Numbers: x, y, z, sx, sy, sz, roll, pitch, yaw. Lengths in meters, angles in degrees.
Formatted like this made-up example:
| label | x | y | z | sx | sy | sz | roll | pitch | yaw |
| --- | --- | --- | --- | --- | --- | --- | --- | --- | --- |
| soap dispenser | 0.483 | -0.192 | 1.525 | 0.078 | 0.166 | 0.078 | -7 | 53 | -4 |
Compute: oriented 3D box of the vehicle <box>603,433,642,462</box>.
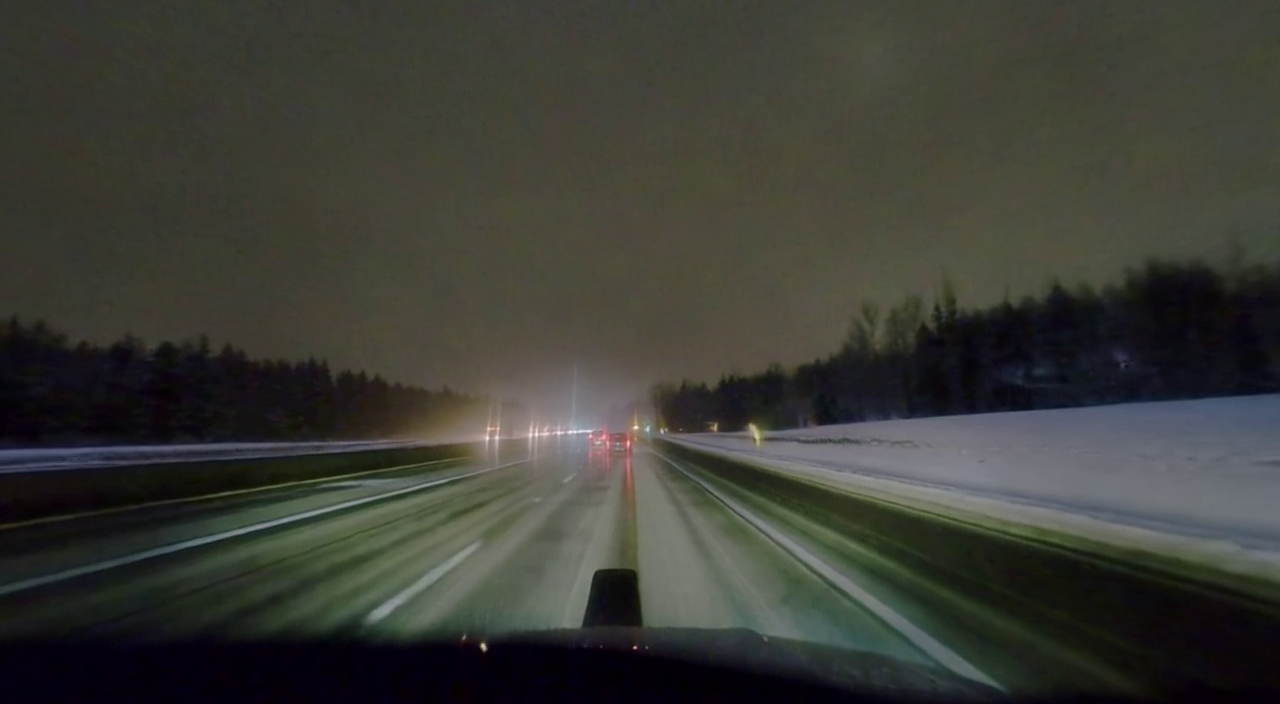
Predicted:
| label | x | y | z | sx | sy | sz | roll | pitch | yaw |
| --- | --- | --- | --- | --- | --- | --- | --- | --- | --- |
| vehicle | -0.944 | 5.066 | 33.536 | 1.948 | 1.470 | 3.913 | 0 | -8 | -2 |
